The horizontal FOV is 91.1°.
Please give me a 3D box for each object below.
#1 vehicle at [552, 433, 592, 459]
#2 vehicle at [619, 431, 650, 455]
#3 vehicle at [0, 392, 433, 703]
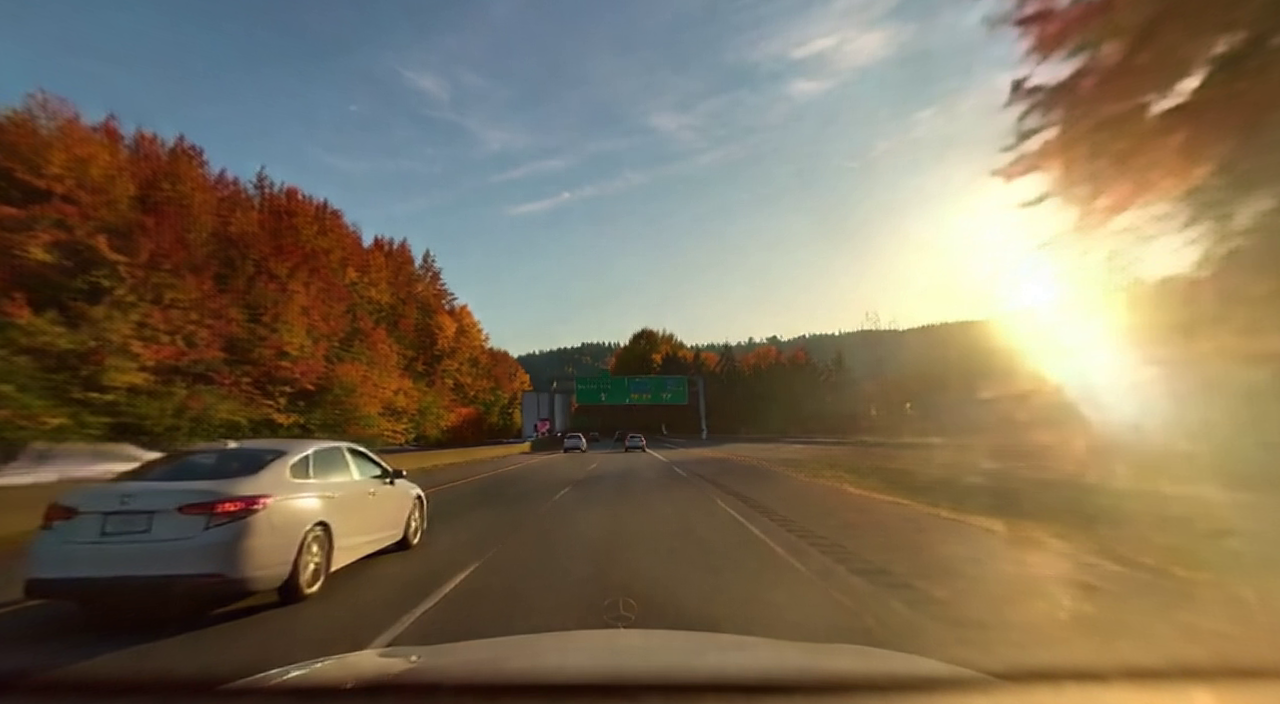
[{"bbox_3d":[-4.271,5.940,39.940,2.071,1.524,4.398,0,-8,0],"label":"vehicle"},{"bbox_3d":[-0.412,6.368,44.029,2.054,1.609,3.859,0,-8,-1],"label":"vehicle"},{"bbox_3d":[-3.429,1.248,4.987,1.989,1.497,4.645,0,-8,0],"label":"vehicle"}]
